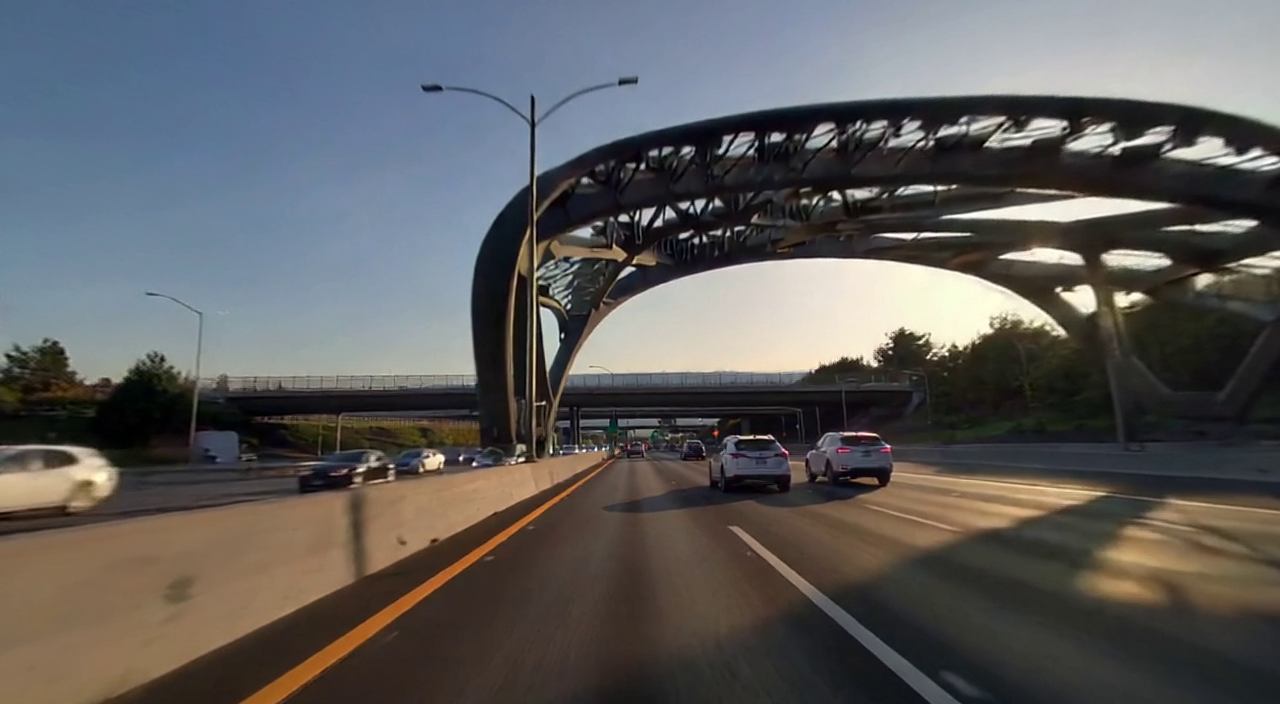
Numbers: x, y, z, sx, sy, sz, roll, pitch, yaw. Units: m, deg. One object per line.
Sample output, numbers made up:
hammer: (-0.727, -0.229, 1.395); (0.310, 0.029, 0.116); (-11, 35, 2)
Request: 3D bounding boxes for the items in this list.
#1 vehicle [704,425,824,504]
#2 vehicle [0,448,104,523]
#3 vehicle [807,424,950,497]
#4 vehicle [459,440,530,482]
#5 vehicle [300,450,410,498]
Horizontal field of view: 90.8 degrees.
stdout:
vehicle: (2.934, 2.779, 15.988); (2.059, 1.711, 4.302); (0, -9, -1)
vehicle: (-16.833, 3.372, 16.095); (2.130, 1.820, 4.796); (0, -9, -1)
vehicle: (6.581, 3.065, 18.200); (2.040, 1.801, 4.959); (0, -9, -2)
vehicle: (-6.110, 4.598, 26.993); (2.019, 1.633, 4.367); (0, -9, -1)
vehicle: (-9.716, 4.164, 21.978); (1.828, 1.437, 4.329); (0, -9, 0)
